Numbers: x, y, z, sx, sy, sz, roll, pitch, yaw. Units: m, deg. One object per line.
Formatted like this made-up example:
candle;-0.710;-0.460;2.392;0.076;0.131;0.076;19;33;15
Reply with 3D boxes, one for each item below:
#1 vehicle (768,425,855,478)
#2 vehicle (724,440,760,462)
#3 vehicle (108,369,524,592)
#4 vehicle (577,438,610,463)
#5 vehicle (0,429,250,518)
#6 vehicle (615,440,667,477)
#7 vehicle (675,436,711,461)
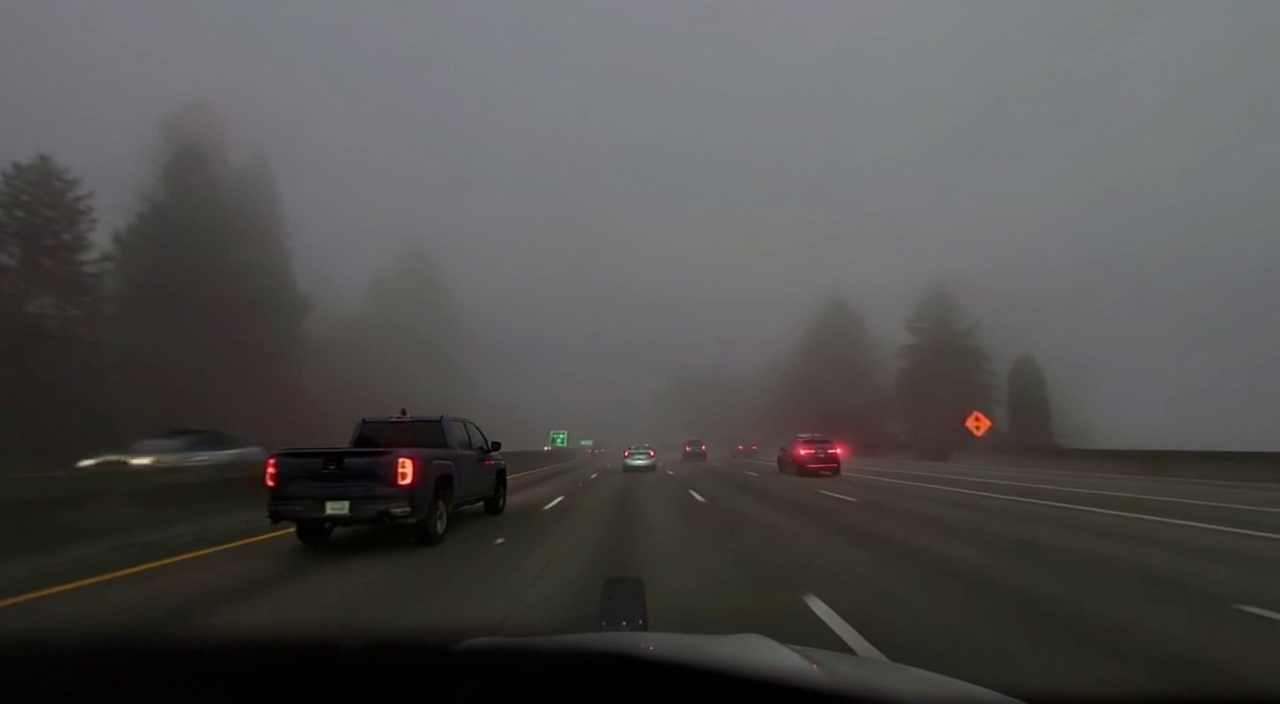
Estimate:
vehicle;6.840;4.063;25.796;2.094;1.916;5.099;0;-9;0
vehicle;7.288;7.138;45.479;1.894;1.511;4.148;0;-9;-1
vehicle;-3.435;1.583;8.588;2.487;1.979;5.742;-1;-9;2
vehicle;-3.385;7.301;46.762;2.140;1.720;4.410;0;-9;0
vehicle;-13.023;2.975;16.126;2.384;1.827;5.905;0;-9;-1
vehicle;0.030;4.575;27.383;2.071;1.464;4.162;0;-9;0
vehicle;3.944;7.360;48.076;2.272;1.803;5.416;0;-9;0
